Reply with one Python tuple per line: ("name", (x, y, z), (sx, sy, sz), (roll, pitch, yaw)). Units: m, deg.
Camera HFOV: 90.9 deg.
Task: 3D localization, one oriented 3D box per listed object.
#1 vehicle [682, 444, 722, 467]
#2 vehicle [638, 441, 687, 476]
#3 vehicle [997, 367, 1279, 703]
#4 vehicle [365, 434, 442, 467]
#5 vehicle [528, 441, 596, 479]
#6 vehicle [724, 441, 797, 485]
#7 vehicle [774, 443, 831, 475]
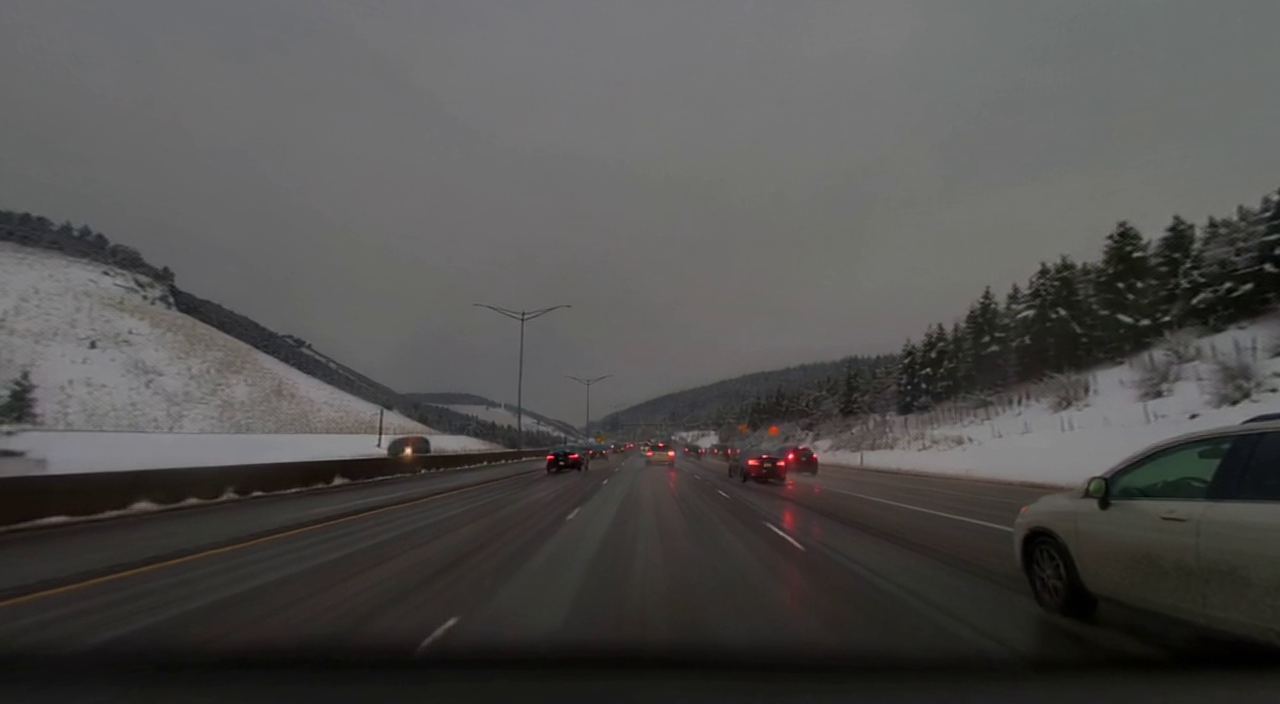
("vehicle", (3.977, 6.729, 41.196), (2.177, 1.453, 4.205), (0, -8, 0))
("vehicle", (0.964, 4.969, 29.660), (2.138, 1.473, 4.392), (0, -8, 0))
("vehicle", (3.879, 0.884, 2.685), (2.018, 1.670, 4.658), (0, -8, 1))
("vehicle", (-13.723, 5.781, 37.070), (2.147, 1.742, 5.739), (-1, -8, 2))
("vehicle", (-3.189, 4.526, 26.707), (2.232, 1.438, 4.163), (-1, -8, 2))
("vehicle", (4.411, 4.119, 23.713), (1.867, 1.465, 4.093), (0, -8, -1))
("vehicle", (8.301, 5.489, 32.601), (1.843, 1.505, 4.007), (0, -8, 0))
